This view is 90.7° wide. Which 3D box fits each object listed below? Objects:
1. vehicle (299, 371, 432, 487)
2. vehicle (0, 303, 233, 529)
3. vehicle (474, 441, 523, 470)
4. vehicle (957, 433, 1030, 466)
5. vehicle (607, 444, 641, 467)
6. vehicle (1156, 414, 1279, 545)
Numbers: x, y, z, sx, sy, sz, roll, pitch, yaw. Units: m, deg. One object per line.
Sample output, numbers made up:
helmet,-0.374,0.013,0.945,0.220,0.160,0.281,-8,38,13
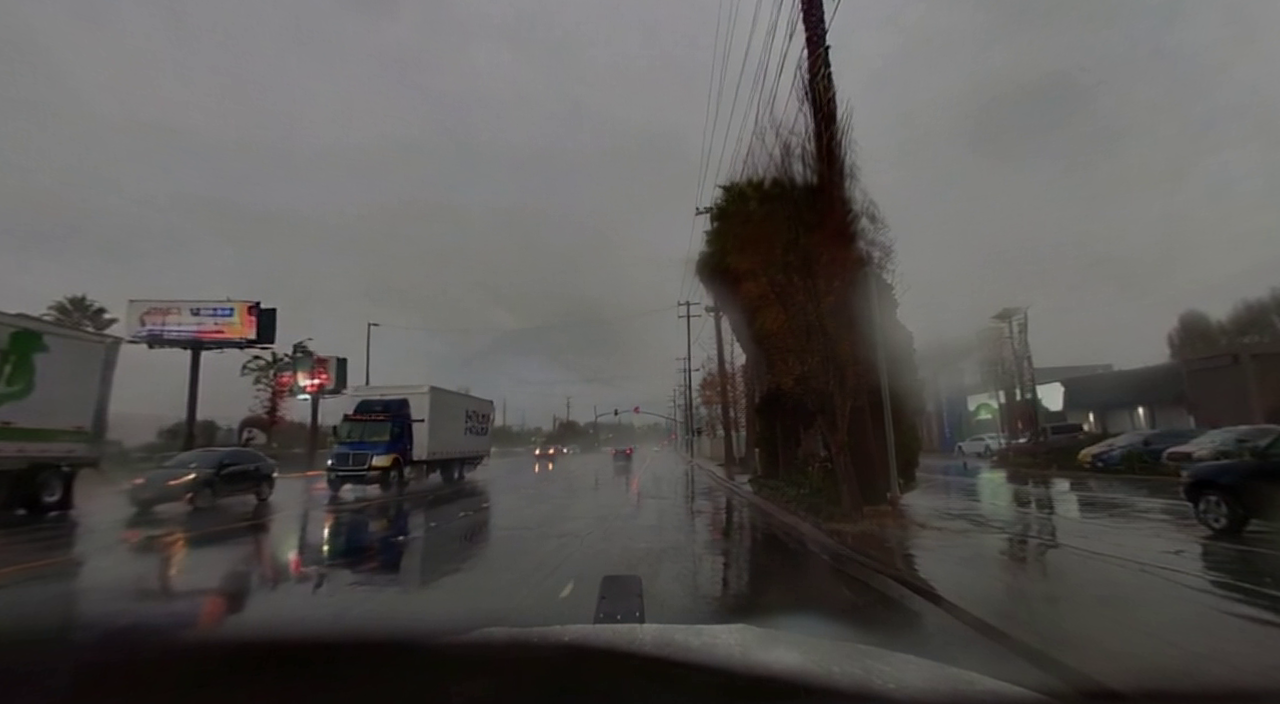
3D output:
vehicle,-9.861,2.898,23.161,3.027,3.903,3.372,-1,-10,3
vehicle,-13.414,0.836,9.507,2.876,4.151,17.071,-1,-9,2
vehicle,-9.128,6.745,41.137,2.004,1.745,4.445,-1,-9,2
vehicle,18.009,4.984,32.403,1.697,1.559,3.647,-1,-9,2
vehicle,-1.085,7.356,44.987,2.040,1.492,5.114,-1,-9,3
vehicle,8.325,1.367,6.942,1.796,1.490,4.416,-3,-12,5
